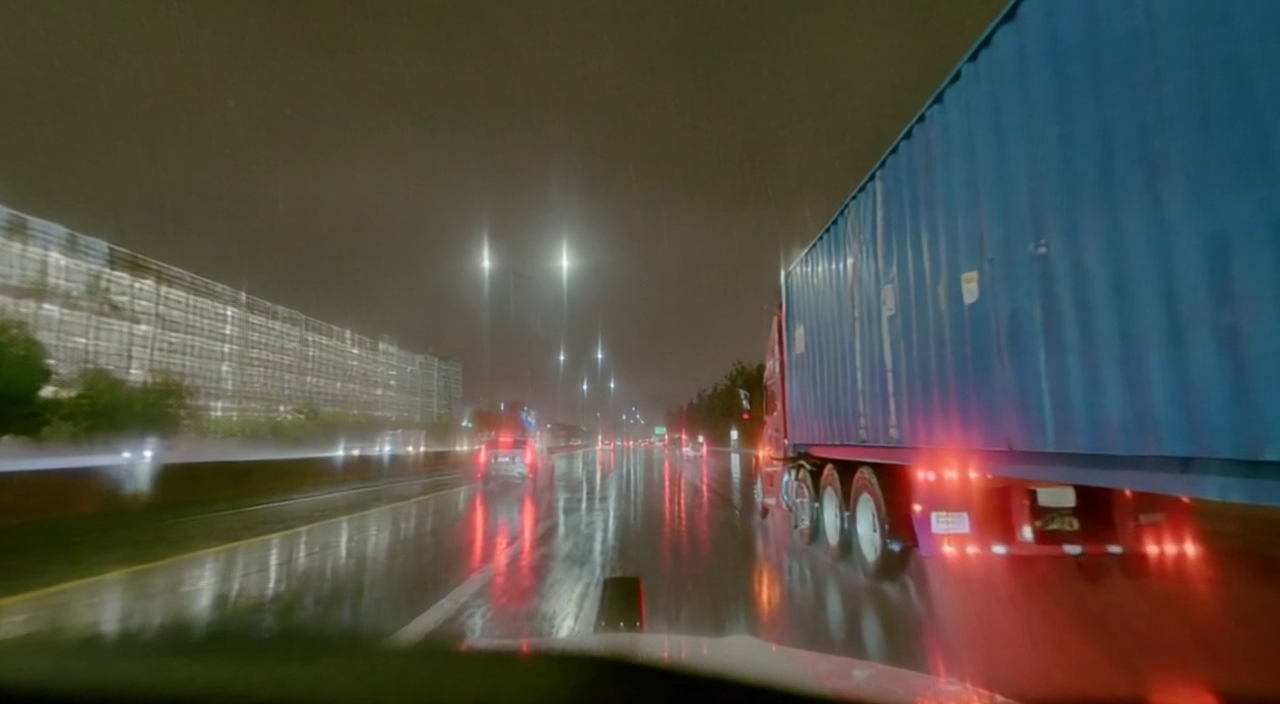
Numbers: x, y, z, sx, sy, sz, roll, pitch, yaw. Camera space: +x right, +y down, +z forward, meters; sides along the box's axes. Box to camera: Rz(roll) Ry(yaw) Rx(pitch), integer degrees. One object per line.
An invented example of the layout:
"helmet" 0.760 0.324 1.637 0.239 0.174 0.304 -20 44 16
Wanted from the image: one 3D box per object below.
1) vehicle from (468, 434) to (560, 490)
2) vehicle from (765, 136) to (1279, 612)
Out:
"vehicle" -3.730 3.338 19.419 1.954 1.528 4.010 1 -9 0
"vehicle" 3.790 0.551 8.167 3.089 3.779 6.420 0 -9 1
